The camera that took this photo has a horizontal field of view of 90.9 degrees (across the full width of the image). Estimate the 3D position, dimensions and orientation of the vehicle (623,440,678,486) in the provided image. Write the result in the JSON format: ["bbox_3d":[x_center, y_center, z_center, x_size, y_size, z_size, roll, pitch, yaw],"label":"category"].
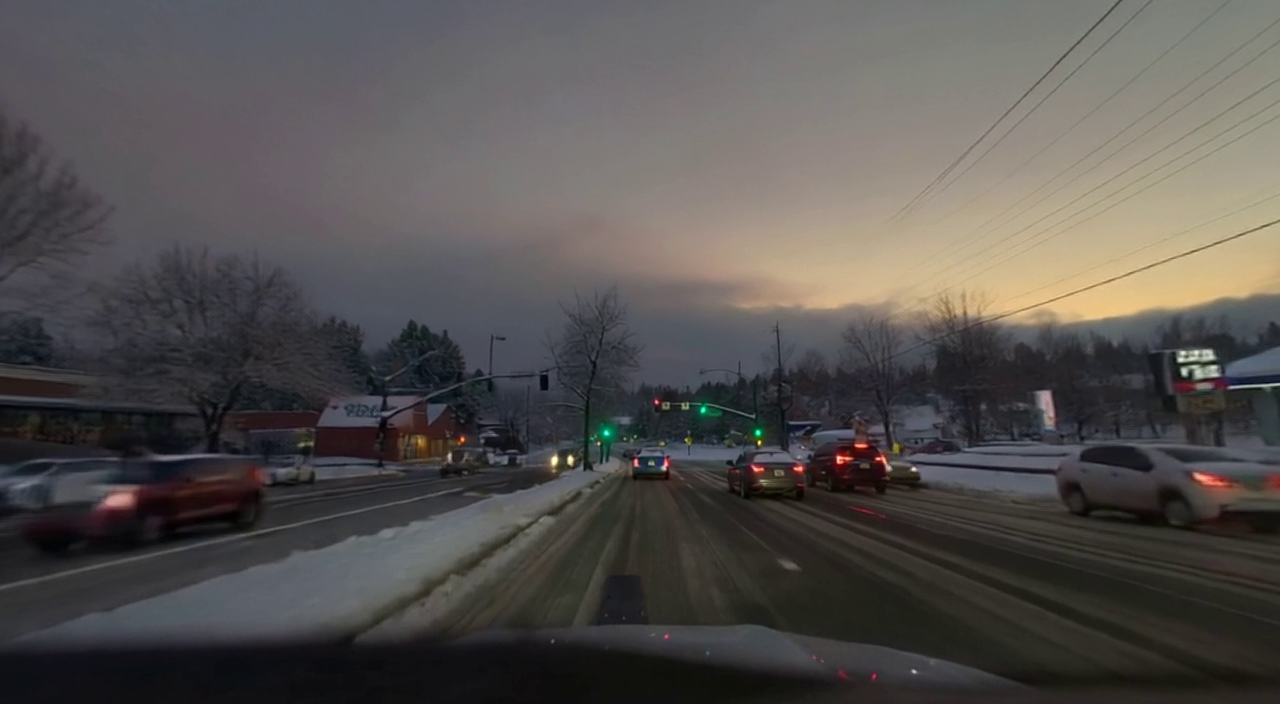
[{"bbox_3d":[0.436,4.862,27.968,2.210,1.861,4.280,0,-9,0],"label":"vehicle"}]

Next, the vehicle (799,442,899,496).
[{"bbox_3d":[7.361,4.141,22.749,2.040,1.738,4.414,0,-9,-1],"label":"vehicle"}]

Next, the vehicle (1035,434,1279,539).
[{"bbox_3d":[10.636,2.610,12.836,2.106,1.712,4.769,0,-9,1],"label":"vehicle"}]

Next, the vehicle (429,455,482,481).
[{"bbox_3d":[-11.675,7.367,40.124,2.087,1.499,3.939,0,-9,1],"label":"vehicle"}]

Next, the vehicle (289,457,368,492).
[{"bbox_3d":[-15.289,5.983,31.193,1.798,1.541,4.002,0,-9,0],"label":"vehicle"}]

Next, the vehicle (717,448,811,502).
[{"bbox_3d":[3.701,3.741,19.719,1.963,1.484,4.609,0,-9,0],"label":"vehicle"}]

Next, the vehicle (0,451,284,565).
[{"bbox_3d":[-8.465,2.426,10.701,2.078,1.465,4.632,0,-9,1],"label":"vehicle"}]

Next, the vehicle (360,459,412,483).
[{"bbox_3d":[-18.092,8.467,45.182,1.843,1.468,4.475,0,-8,1],"label":"vehicle"}]
